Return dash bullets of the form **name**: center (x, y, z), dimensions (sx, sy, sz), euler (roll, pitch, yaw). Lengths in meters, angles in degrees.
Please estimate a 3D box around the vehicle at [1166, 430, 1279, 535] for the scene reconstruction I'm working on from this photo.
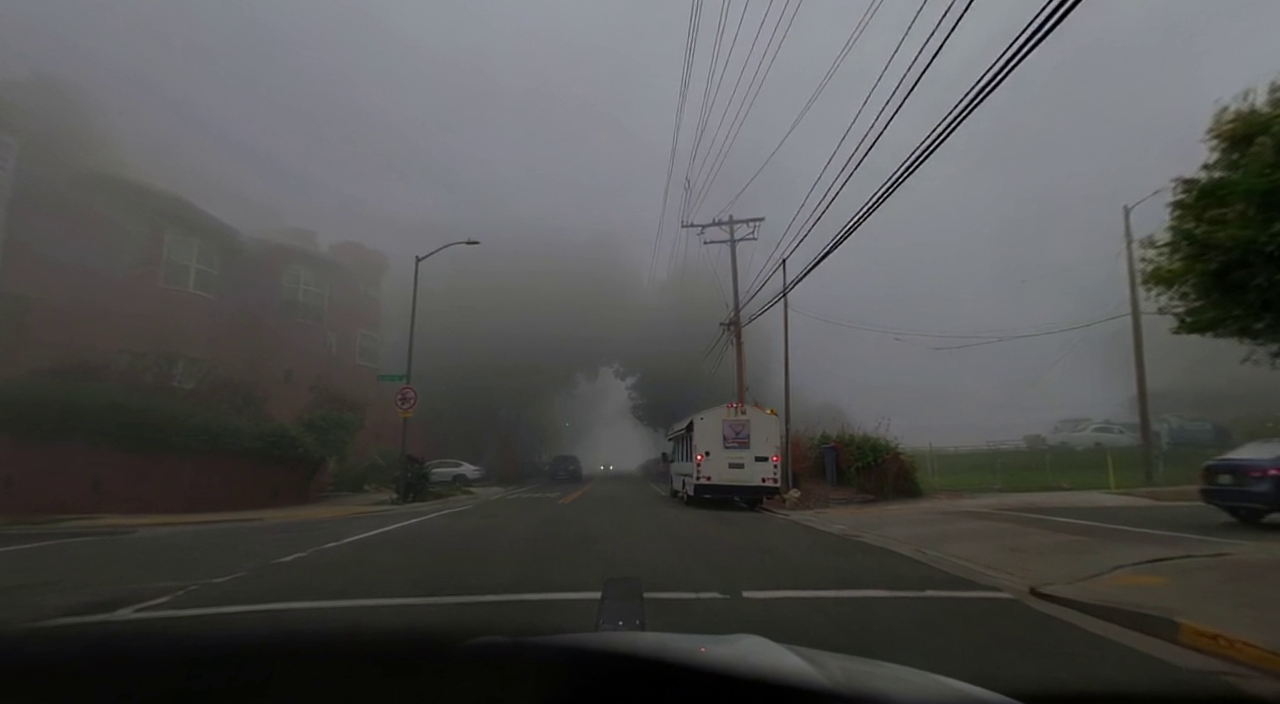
- **vehicle**: center (11.723, 2.049, 10.203), dimensions (4.857, 1.525, 1.976), euler (1, -8, -5)

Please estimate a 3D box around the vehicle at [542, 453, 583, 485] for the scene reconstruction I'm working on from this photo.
- **vehicle**: center (-4.463, 6.785, 36.998), dimensions (1.952, 1.708, 4.096), euler (0, -8, -1)

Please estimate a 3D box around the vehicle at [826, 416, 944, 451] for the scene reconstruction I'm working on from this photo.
- **vehicle**: center (10.623, 3.558, 27.592), dimensions (4.396, 1.459, 1.749), euler (0, -8, -3)

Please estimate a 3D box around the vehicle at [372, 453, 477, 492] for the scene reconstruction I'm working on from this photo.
- **vehicle**: center (-11.492, 6.394, 33.793), dimensions (5.093, 1.855, 2.338), euler (3, -10, -21)

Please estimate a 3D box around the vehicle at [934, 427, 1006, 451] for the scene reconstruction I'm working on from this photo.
- **vehicle**: center (21.908, 5.773, 42.009), dimensions (3.761, 1.538, 1.743), euler (0, -7, -1)

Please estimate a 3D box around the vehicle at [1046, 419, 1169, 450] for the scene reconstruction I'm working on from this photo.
- **vehicle**: center (22.801, 4.050, 30.916), dimensions (4.641, 1.441, 1.745), euler (0, -8, -1)

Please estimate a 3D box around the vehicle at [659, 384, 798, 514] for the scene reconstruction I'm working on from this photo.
- **vehicle**: center (2.408, 3.074, 20.343), dimensions (2.886, 3.321, 7.809), euler (1, -8, -4)
